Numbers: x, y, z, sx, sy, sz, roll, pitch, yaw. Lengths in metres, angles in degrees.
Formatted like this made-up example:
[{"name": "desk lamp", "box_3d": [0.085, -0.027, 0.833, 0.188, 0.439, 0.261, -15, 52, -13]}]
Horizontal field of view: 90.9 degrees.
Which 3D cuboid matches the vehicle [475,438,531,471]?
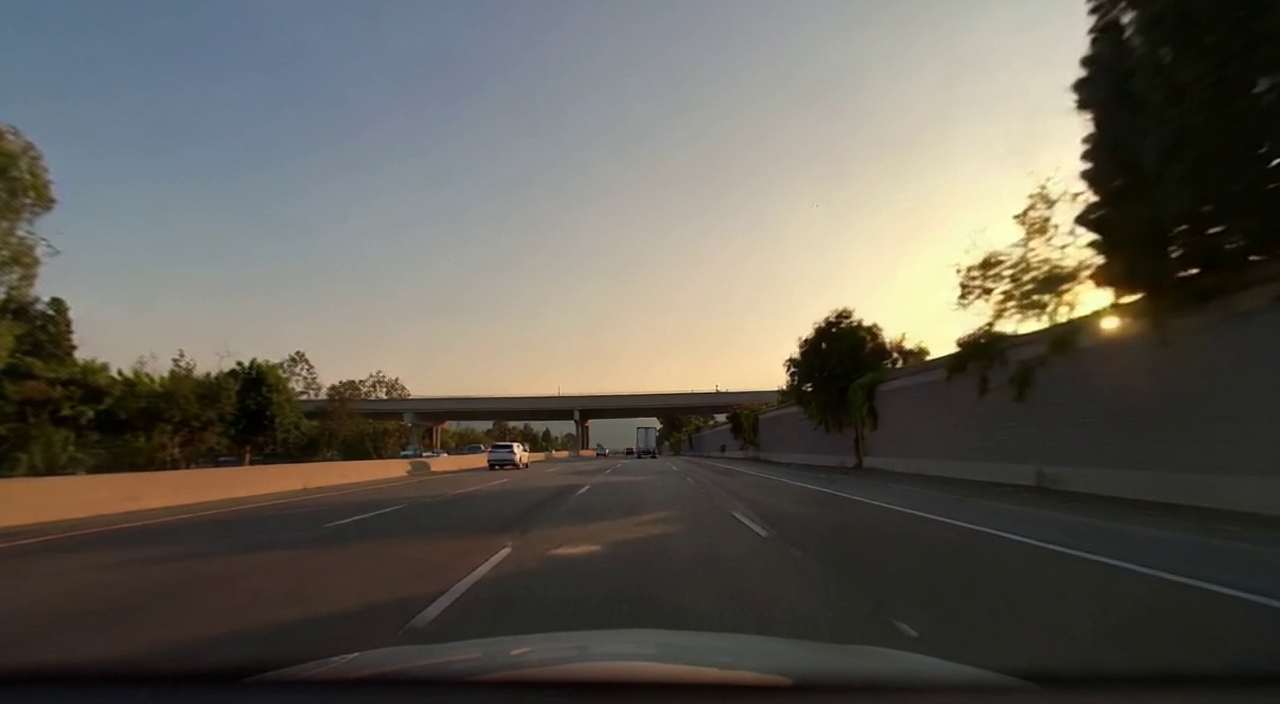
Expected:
[{"name": "vehicle", "box_3d": [-7.308, 5.507, 34.048, 1.981, 1.685, 4.171, 0, -8, 1]}]
